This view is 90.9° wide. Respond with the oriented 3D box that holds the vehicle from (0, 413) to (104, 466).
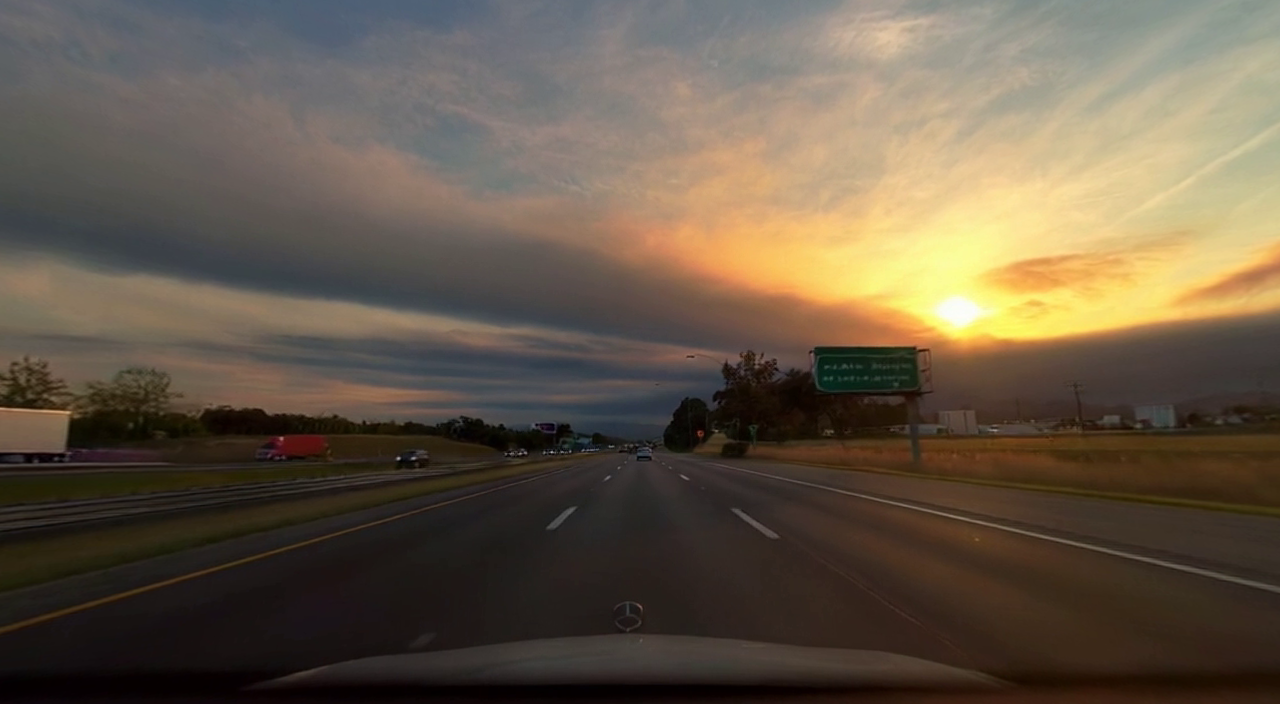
[{"bbox_3d":[-44.565,5.910,42.389,3.093,3.535,15.819,0,-9,0],"label":"vehicle"}]
